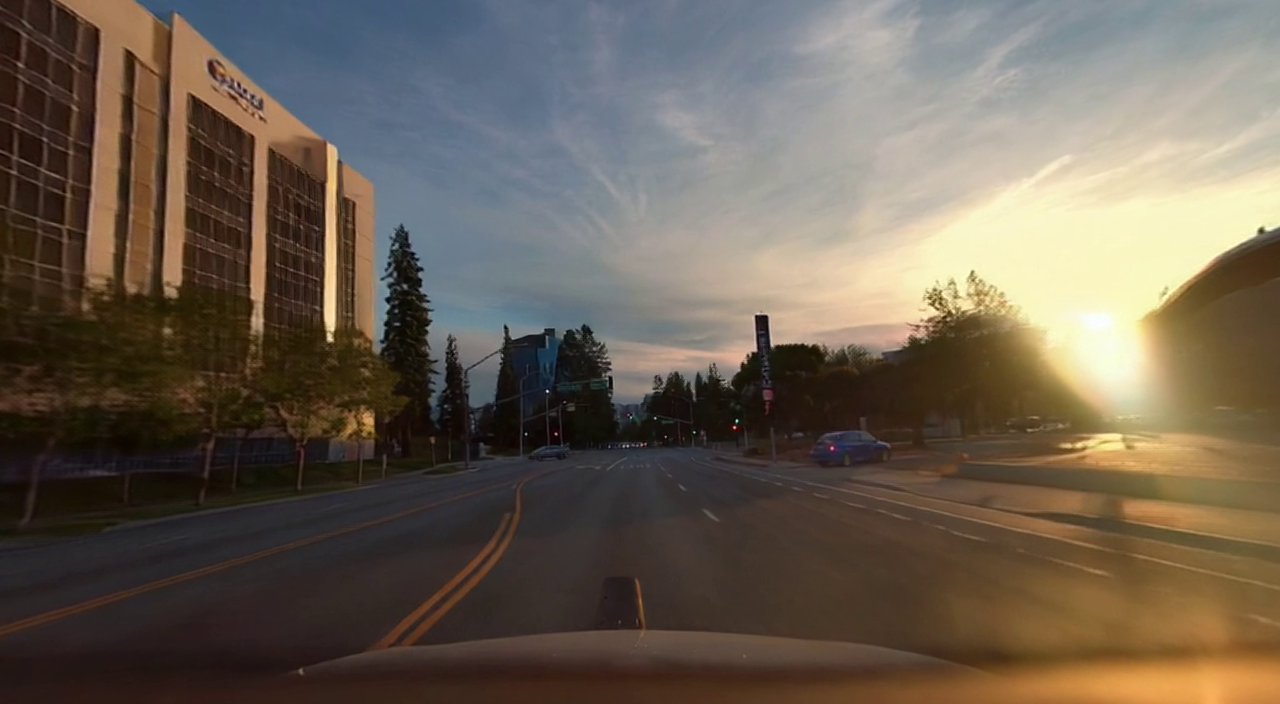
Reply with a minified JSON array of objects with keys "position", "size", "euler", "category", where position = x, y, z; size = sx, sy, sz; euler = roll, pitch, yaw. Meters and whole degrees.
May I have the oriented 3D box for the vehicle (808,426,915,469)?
[{"position":[10.260,4.381,29.089],"size":[4.635,1.821,2.087],"euler":[5,-10,-31],"category":"vehicle"}]
